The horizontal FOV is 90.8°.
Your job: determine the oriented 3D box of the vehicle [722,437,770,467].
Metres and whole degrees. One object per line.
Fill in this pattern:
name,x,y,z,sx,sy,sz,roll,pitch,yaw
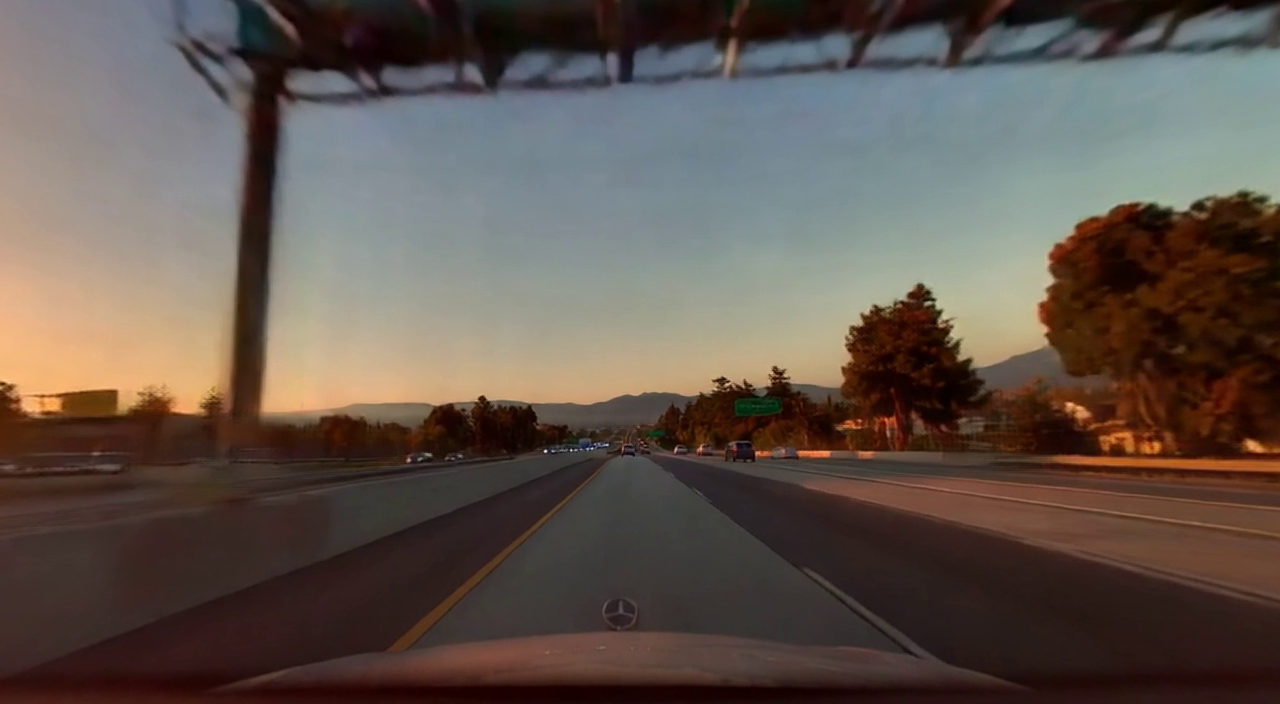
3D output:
vehicle,6.325,6.030,38.333,2.030,1.706,4.279,0,-9,-2
